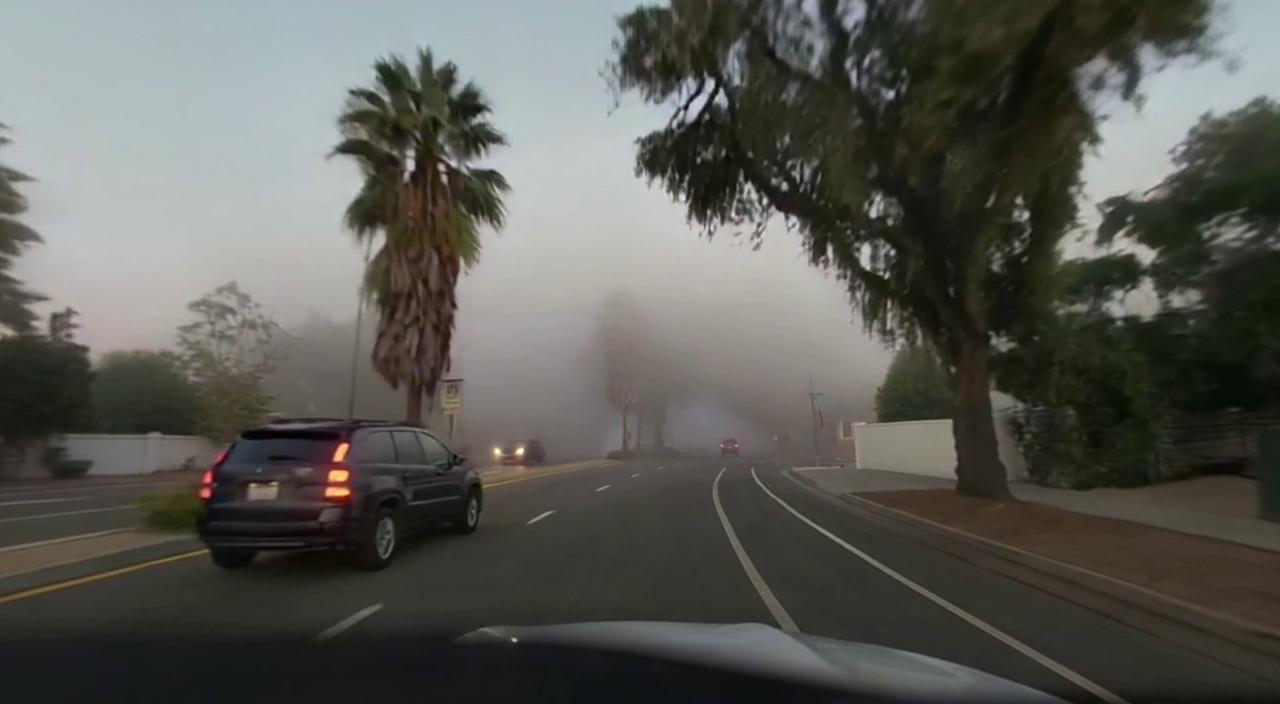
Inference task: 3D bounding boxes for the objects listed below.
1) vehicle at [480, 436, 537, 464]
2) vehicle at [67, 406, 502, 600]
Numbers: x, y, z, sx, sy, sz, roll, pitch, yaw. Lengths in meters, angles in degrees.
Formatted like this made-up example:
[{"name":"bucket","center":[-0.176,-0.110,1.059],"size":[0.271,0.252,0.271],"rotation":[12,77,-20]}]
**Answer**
[{"name":"vehicle","center":[-8.336,6.278,40.397],"size":[2.070,1.644,4.458],"rotation":[-2,-8,10]},{"name":"vehicle","center":[-3.357,1.535,7.391],"size":[2.075,1.498,4.730],"rotation":[-1,-8,5]}]
